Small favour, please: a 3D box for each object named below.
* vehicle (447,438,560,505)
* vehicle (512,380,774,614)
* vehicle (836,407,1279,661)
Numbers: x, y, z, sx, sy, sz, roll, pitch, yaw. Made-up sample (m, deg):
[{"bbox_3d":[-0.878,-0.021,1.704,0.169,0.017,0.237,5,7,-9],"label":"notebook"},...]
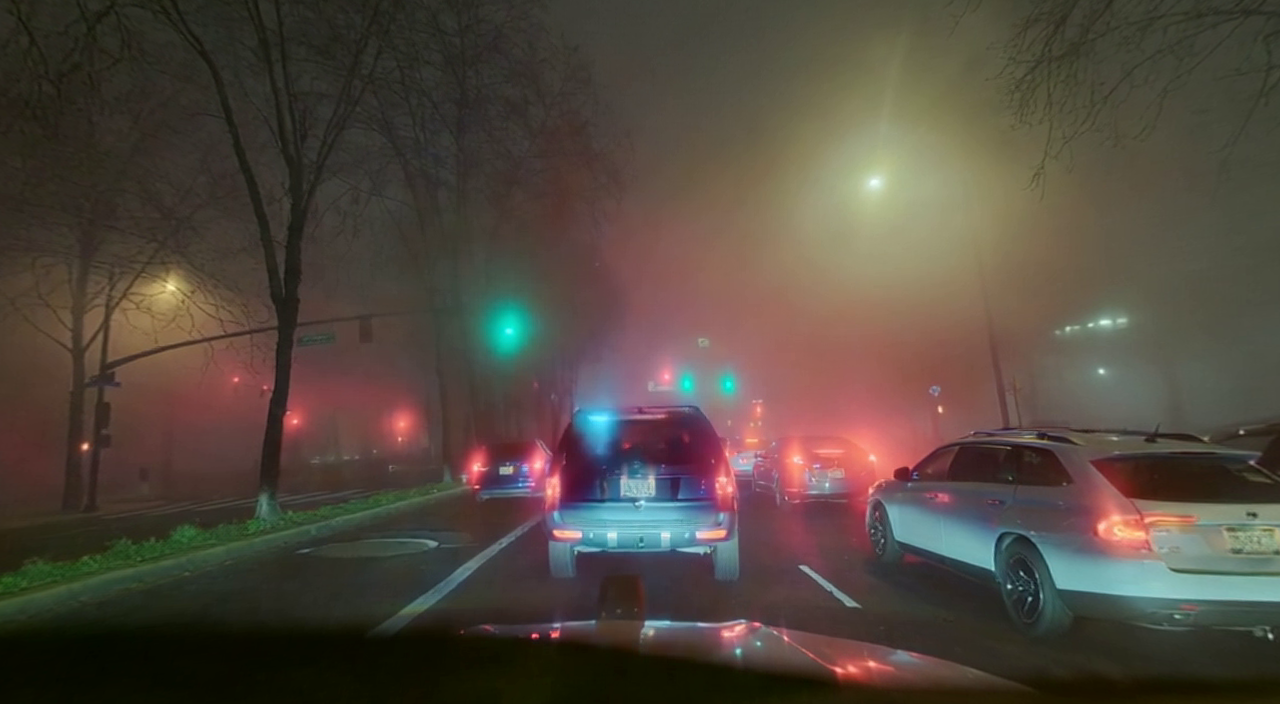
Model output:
[{"bbox_3d":[-3.304,2.983,16.208,1.913,1.464,4.276,0,-8,0],"label":"vehicle"},{"bbox_3d":[-0.027,1.458,7.269,2.038,1.819,4.505,0,-8,-1],"label":"vehicle"},{"bbox_3d":[3.645,1.409,6.071,1.995,1.483,4.533,0,-8,-1],"label":"vehicle"}]
